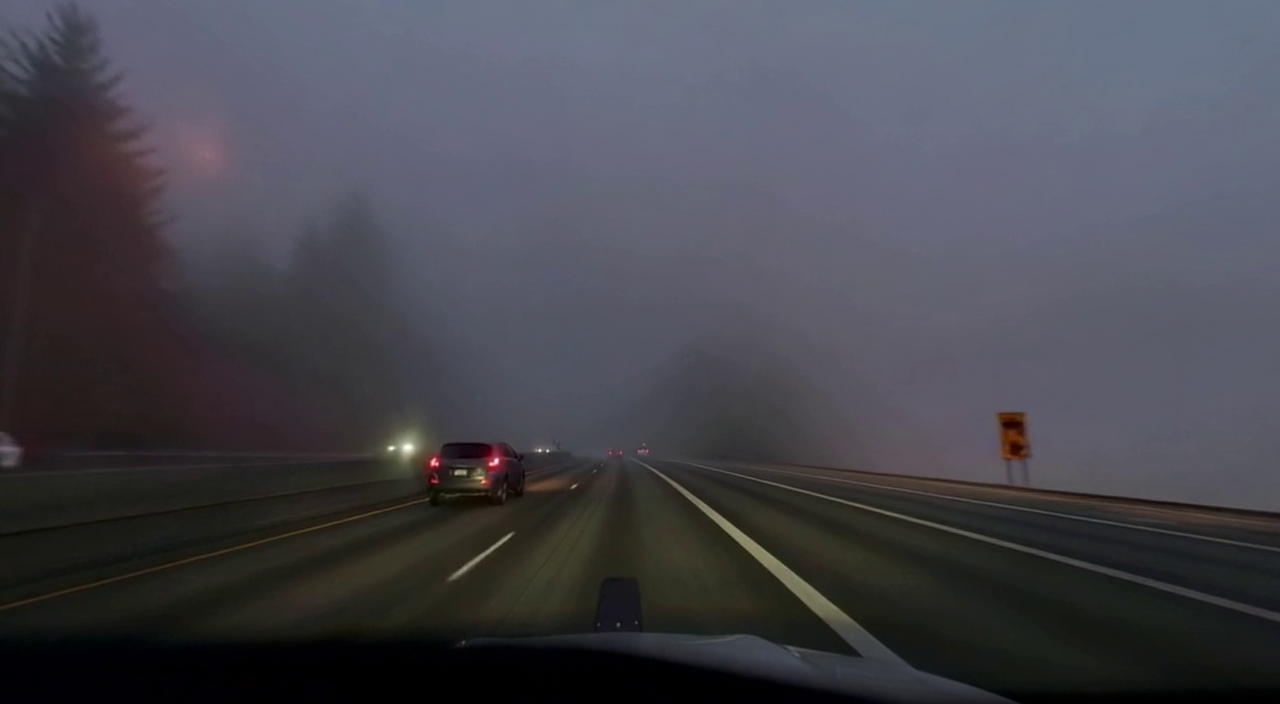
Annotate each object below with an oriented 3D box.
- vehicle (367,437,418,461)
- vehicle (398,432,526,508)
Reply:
[{"bbox_3d":[-16.080,6.353,40.944,1.760,1.483,3.871,0,-9,0],"label":"vehicle"},{"bbox_3d":[-4.210,2.855,15.559,2.071,1.615,3.868,0,-9,0],"label":"vehicle"}]
